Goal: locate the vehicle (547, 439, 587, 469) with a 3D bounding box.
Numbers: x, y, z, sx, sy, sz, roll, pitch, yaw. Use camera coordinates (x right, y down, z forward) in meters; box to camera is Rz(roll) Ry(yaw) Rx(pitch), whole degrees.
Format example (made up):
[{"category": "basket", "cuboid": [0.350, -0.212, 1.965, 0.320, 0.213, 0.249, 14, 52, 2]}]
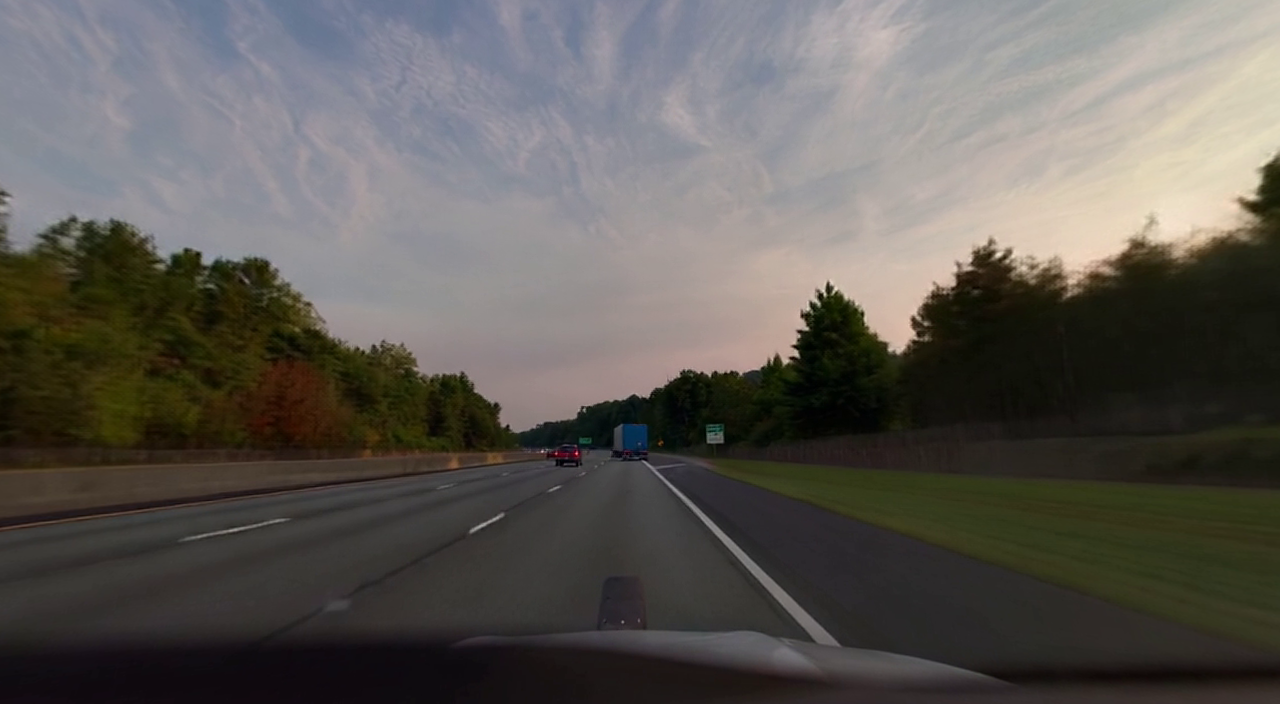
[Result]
[{"category": "vehicle", "cuboid": [-4.805, 6.831, 42.315, 2.124, 1.888, 5.226, 0, -9, 0]}]
